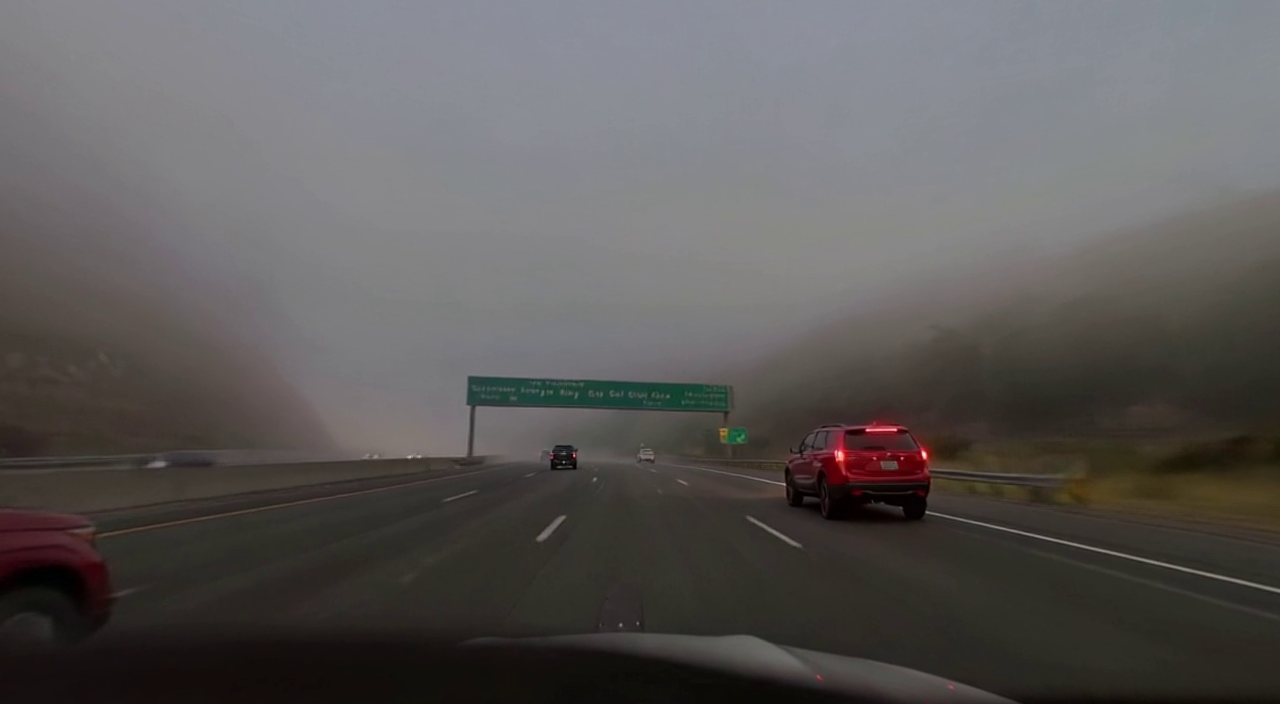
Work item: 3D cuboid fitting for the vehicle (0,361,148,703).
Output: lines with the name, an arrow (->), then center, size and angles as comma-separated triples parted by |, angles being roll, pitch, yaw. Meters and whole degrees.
vehicle -> -3.998, 0.702, 1.310 | 2.213, 1.766, 4.598 | 0, -9, 0

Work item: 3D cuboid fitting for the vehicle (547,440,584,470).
vehicle -> -5.724, 8.001, 49.173 | 2.537, 2.121, 5.251 | 0, -9, -4

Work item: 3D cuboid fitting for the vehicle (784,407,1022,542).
vehicle -> 4.318, 2.121, 11.495 | 2.103, 1.903, 4.837 | 0, -9, -2
